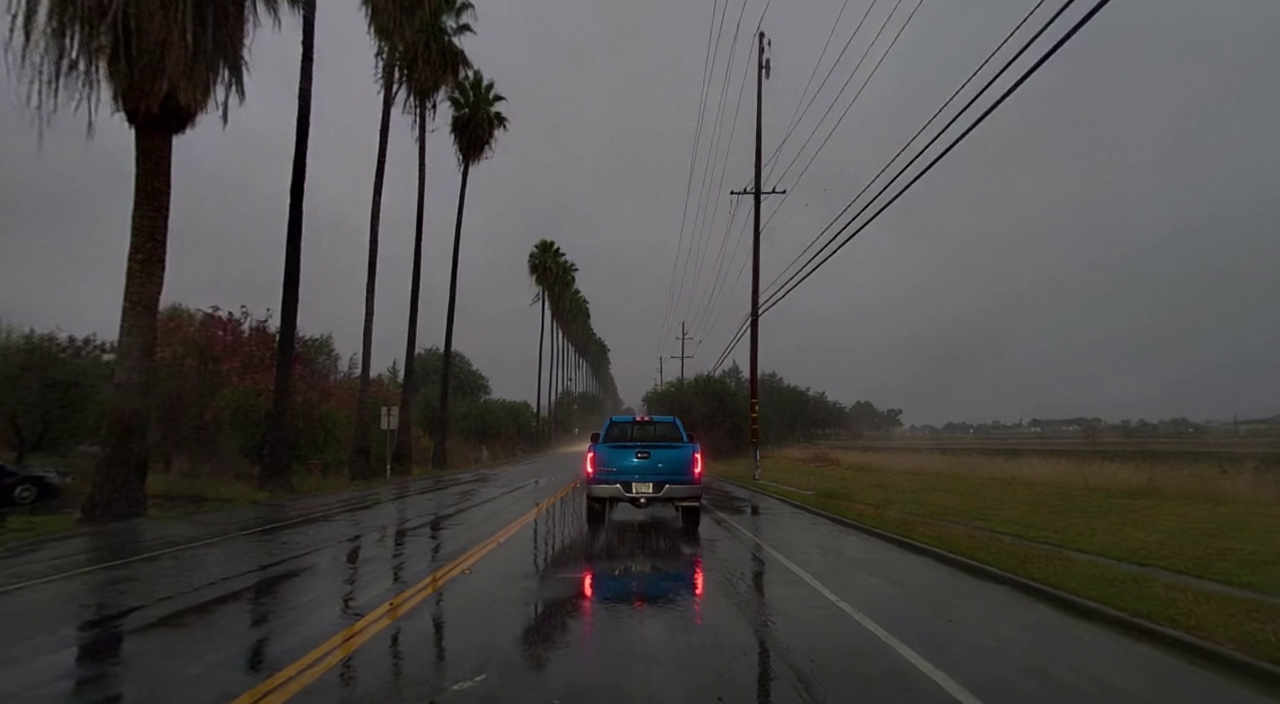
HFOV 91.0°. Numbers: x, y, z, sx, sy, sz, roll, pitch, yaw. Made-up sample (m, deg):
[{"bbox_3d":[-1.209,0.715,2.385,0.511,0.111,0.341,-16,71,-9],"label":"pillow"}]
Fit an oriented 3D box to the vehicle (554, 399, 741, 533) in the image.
[{"bbox_3d":[0.077,2.150,12.463,2.803,2.005,5.885,0,-8,-1],"label":"vehicle"}]
